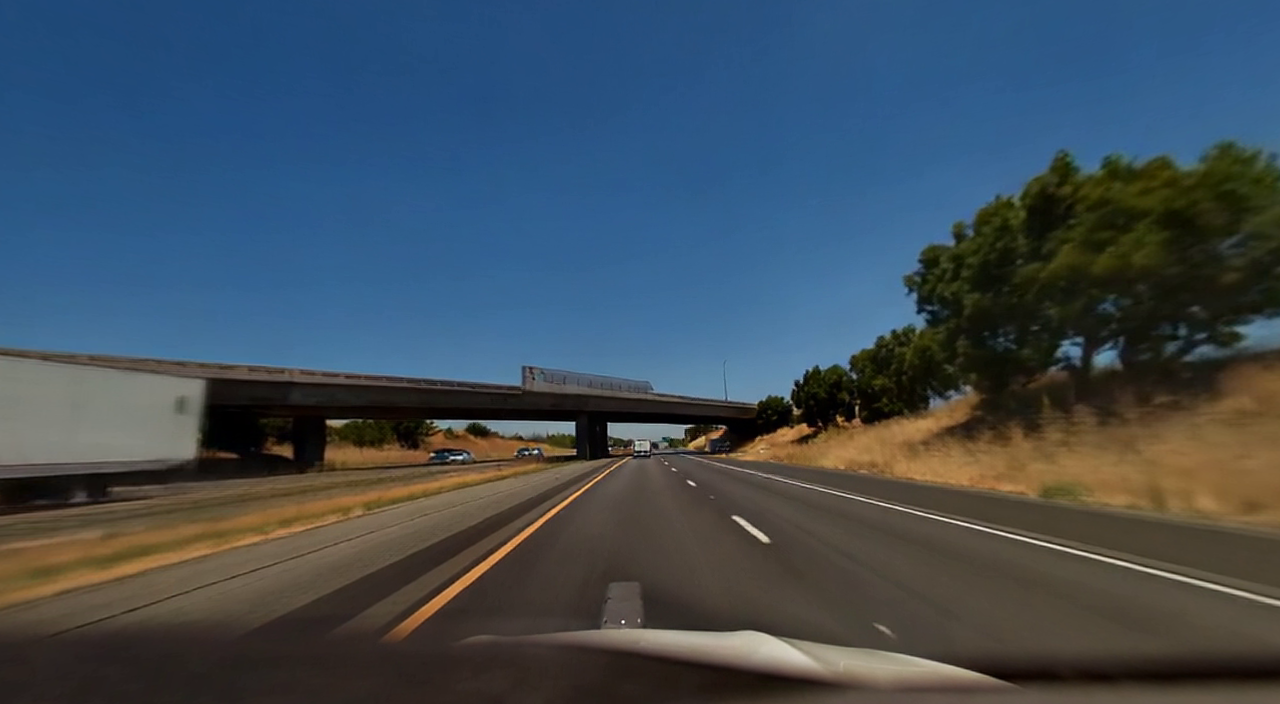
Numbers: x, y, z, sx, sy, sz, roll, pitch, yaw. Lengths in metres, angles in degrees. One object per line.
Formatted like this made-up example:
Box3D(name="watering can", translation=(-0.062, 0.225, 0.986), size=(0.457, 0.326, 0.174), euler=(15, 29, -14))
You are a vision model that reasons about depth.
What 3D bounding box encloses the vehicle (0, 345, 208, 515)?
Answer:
Box3D(name="vehicle", translation=(-17.358, 1.798, 14.606), size=(2.926, 4.181, 16.364), euler=(0, -9, 0))
